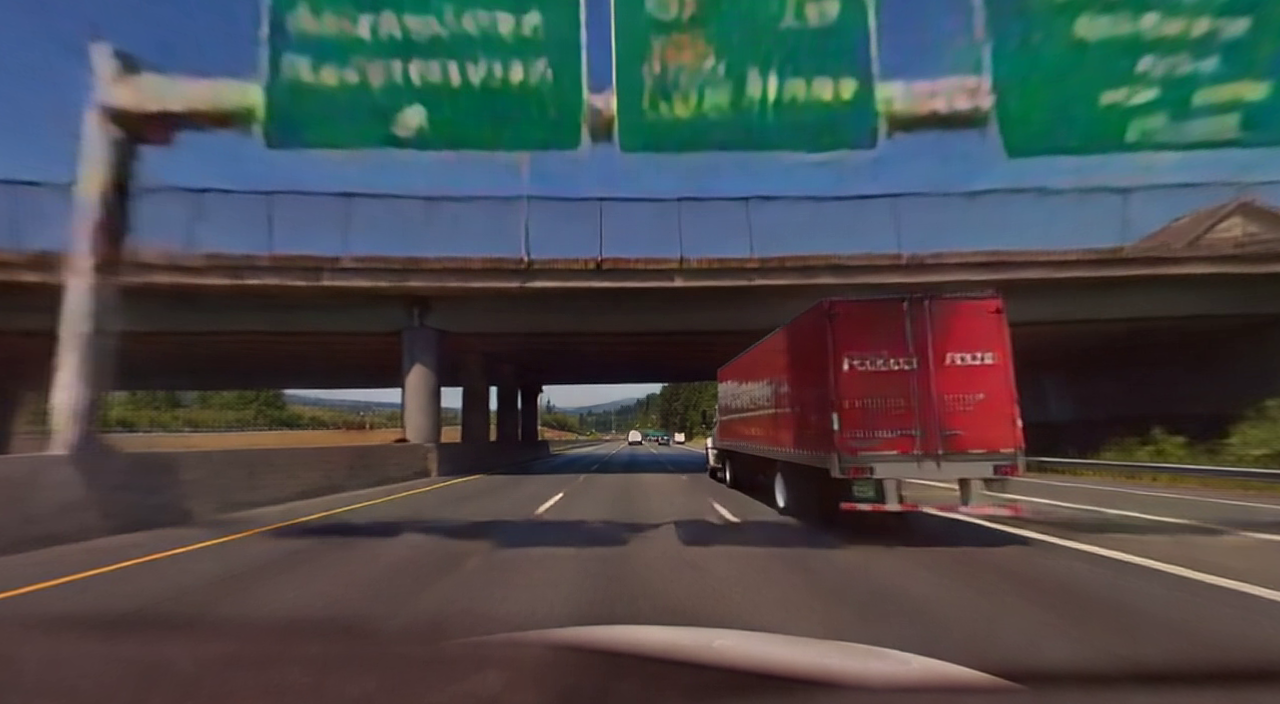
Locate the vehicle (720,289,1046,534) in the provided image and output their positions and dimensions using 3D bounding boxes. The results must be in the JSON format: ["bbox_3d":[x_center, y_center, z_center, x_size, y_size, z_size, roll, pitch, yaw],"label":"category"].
[{"bbox_3d":[4.018,1.514,14.220,2.849,3.391,11.018,0,-8,-1],"label":"vehicle"}]

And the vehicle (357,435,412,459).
[{"bbox_3d":[-16.532,6.165,40.950,1.870,1.472,4.021,0,-8,0],"label":"vehicle"}]
